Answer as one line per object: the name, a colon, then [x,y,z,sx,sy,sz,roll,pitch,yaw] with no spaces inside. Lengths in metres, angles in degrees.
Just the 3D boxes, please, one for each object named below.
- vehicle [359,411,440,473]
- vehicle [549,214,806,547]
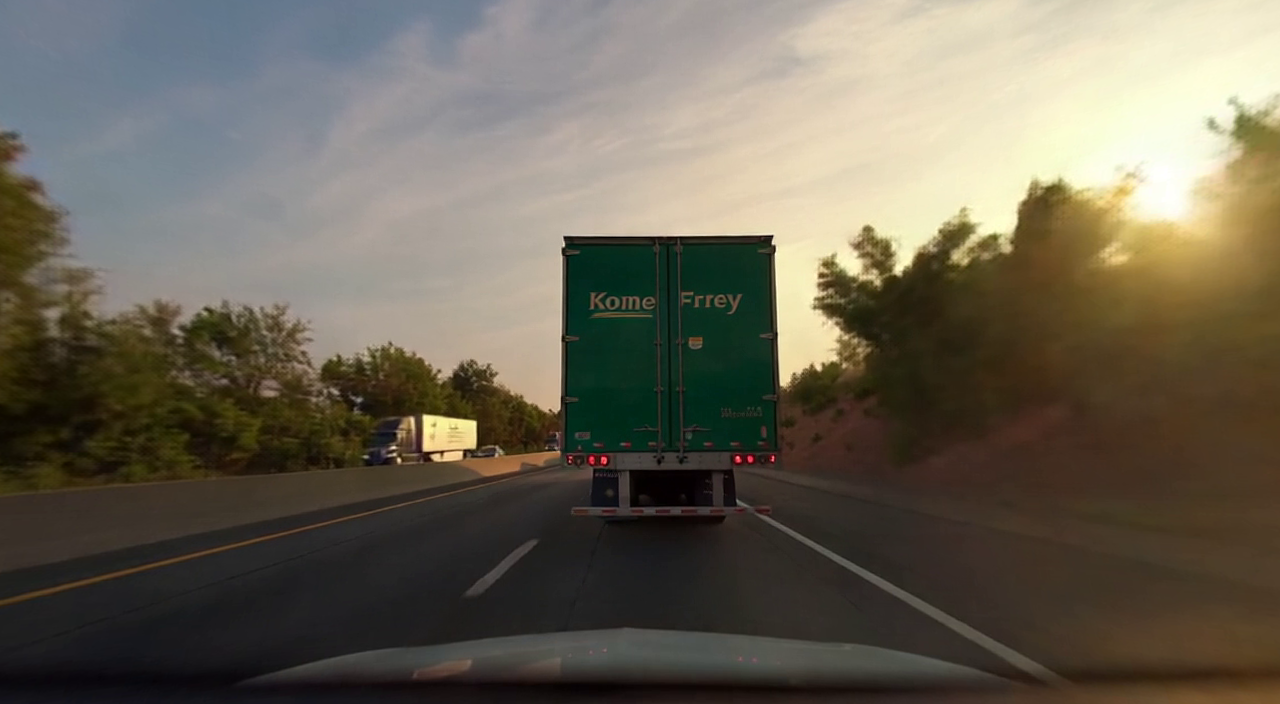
vehicle: [-16.318,6.230,43.221,3.001,3.922,5.958,0,-9,1]
vehicle: [0.475,1.402,15.359,3.230,4.377,14.405,0,-9,0]
